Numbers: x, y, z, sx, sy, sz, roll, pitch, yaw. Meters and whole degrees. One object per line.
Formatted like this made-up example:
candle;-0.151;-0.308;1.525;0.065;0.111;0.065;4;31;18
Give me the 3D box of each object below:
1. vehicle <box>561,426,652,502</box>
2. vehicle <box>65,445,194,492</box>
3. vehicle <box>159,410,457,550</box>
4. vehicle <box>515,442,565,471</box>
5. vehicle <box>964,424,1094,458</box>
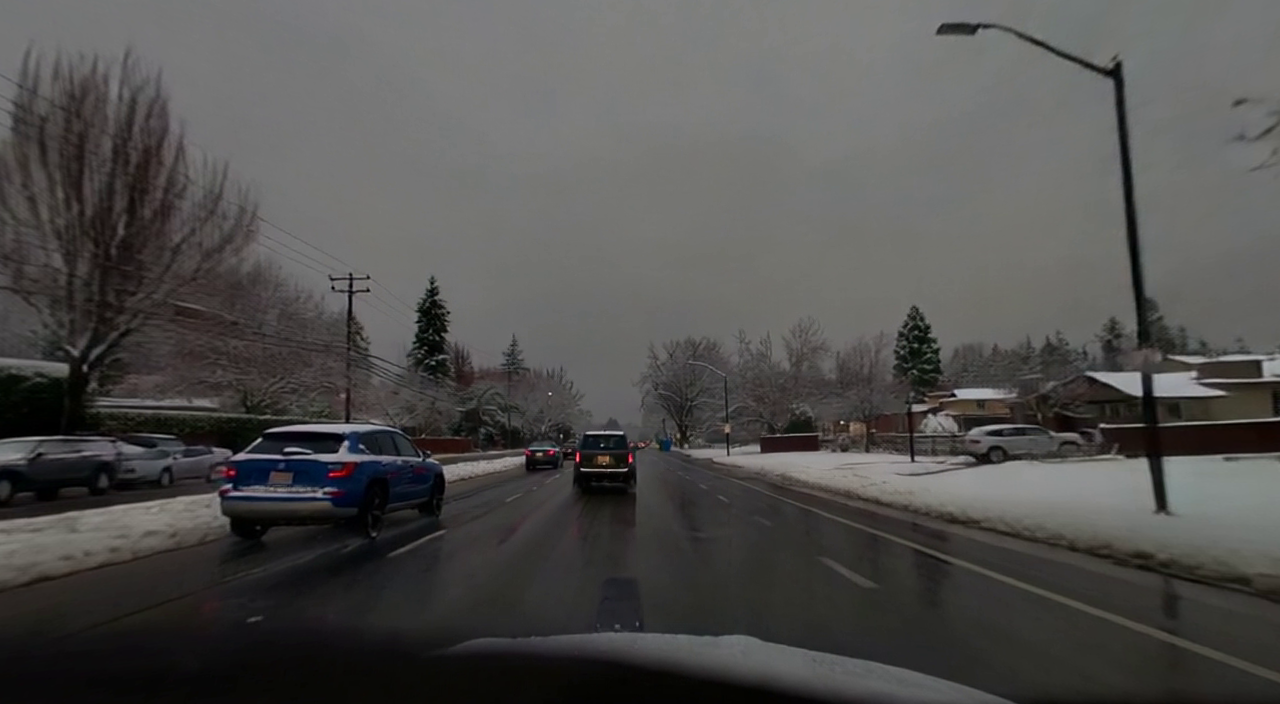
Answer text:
vehicle;-0.832;2.935;16.984;2.131;1.761;4.242;0;-8;-1
vehicle;-19.405;4.410;24.274;1.707;1.523;3.933;-2;-7;-1
vehicle;-4.776;1.923;10.177;2.243;1.722;4.621;0;-8;0
vehicle;-5.437;5.738;35.020;2.014;1.493;4.658;0;-8;0
vehicle;17.304;3.978;28.293;4.500;1.442;1.930;-1;-8;4
